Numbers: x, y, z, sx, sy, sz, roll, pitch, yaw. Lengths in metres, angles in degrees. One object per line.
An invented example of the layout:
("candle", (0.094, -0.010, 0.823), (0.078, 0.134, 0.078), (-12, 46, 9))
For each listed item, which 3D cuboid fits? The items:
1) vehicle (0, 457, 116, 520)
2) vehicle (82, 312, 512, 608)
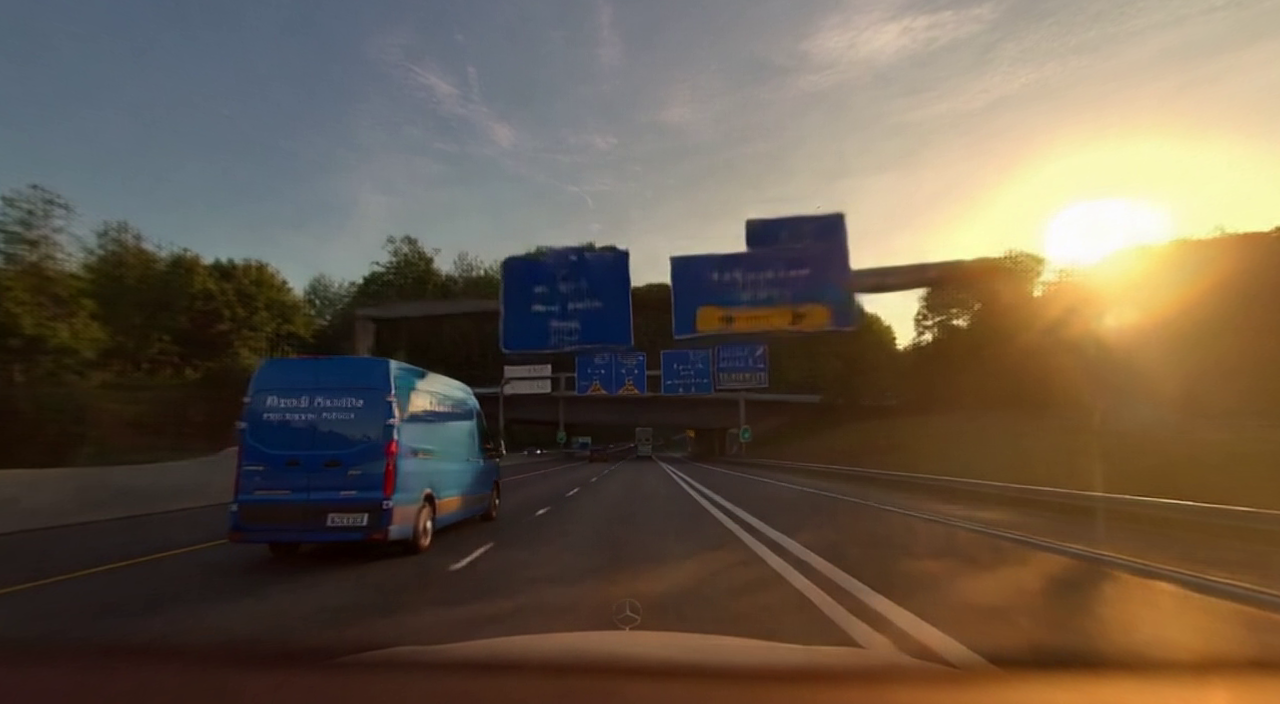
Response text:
("vehicle", (-16.468, 3.506, 16.393), (1.840, 1.455, 4.357), (0, -9, 1))
("vehicle", (-3.736, 1.452, 9.170), (2.320, 2.636, 7.021), (0, -9, 0))
